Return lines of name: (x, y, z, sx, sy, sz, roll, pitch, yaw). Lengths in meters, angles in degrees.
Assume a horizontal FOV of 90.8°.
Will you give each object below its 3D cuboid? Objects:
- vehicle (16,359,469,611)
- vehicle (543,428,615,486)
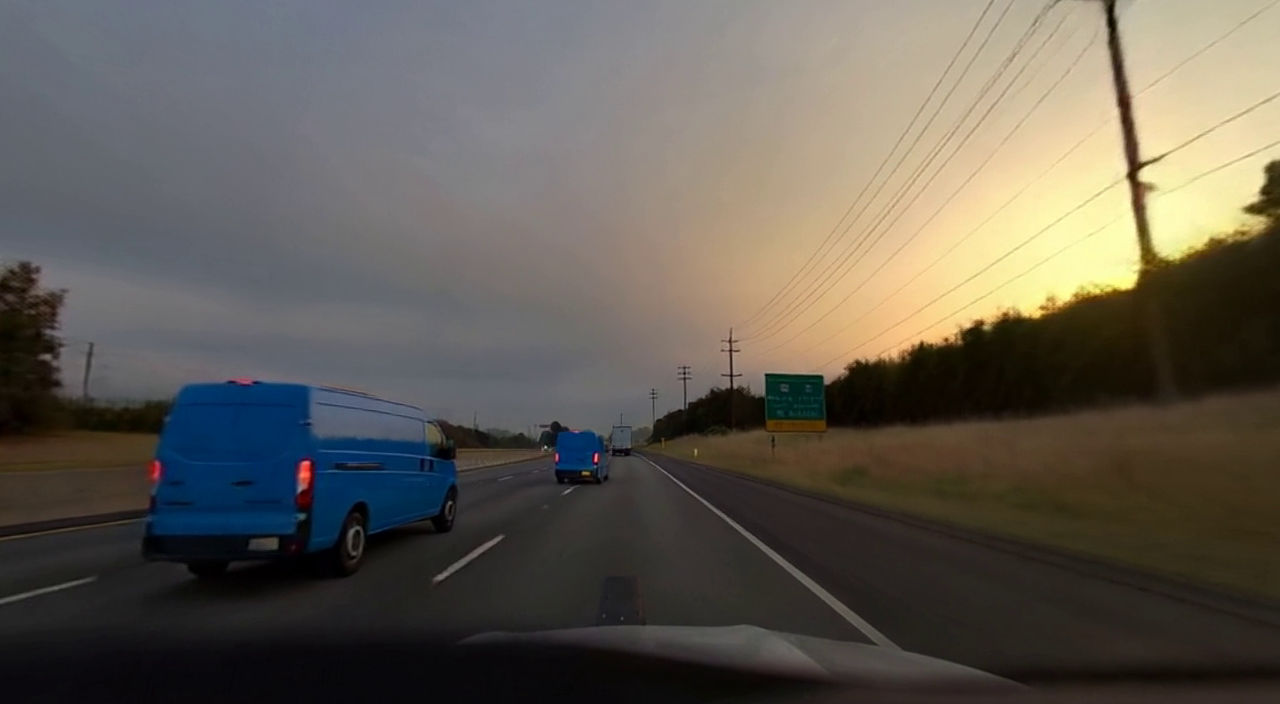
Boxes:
vehicle: (-3.861, 1.440, 7.608, 2.145, 2.010, 4.980, 0, -9, 0)
vehicle: (-2.234, 4.110, 24.842, 2.197, 2.011, 5.130, 0, -9, 1)
